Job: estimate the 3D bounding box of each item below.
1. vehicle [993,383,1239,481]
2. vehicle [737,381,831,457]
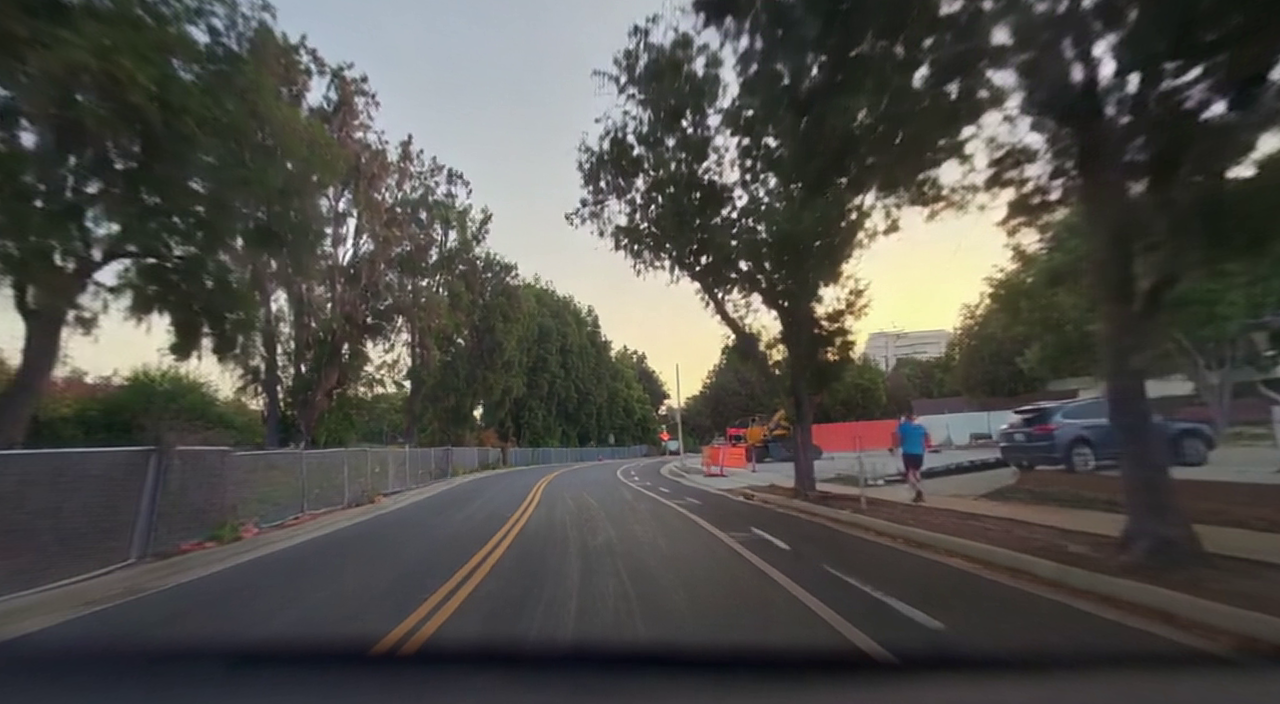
[{"bbox_3d":[11.838,2.000,15.815,5.021,1.930,2.119,-2,-10,-17],"label":"vehicle"},{"bbox_3d":[7.842,4.014,36.116,2.984,3.691,10.409,-1,-8,0],"label":"vehicle"}]
